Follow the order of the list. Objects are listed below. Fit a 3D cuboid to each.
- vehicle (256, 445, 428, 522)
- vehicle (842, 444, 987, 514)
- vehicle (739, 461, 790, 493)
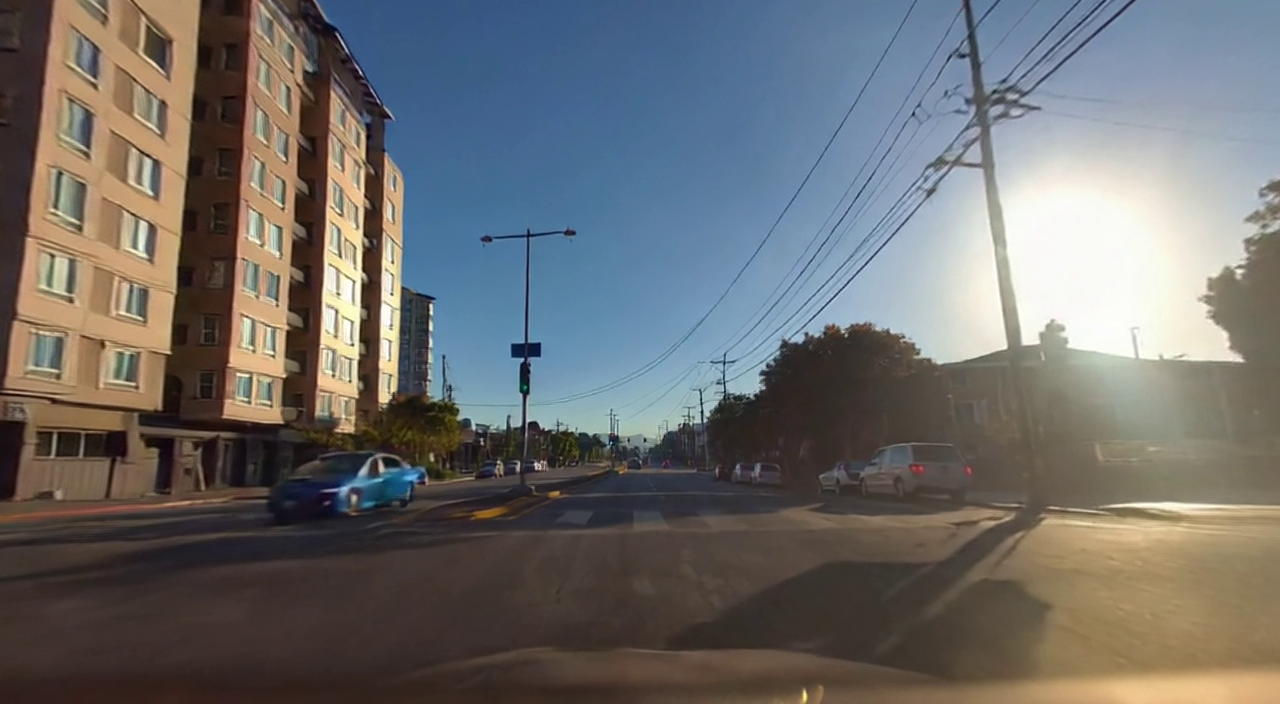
[{"bbox_3d":[-7.093,3.150,15.683,2.180,1.608,4.321,0,-9,-1],"label":"vehicle"},{"bbox_3d":[7.506,3.482,17.881,1.996,1.704,4.490,0,-9,-1],"label":"vehicle"},{"bbox_3d":[7.443,7.515,38.281,2.143,1.731,4.781,0,-9,0],"label":"vehicle"}]
